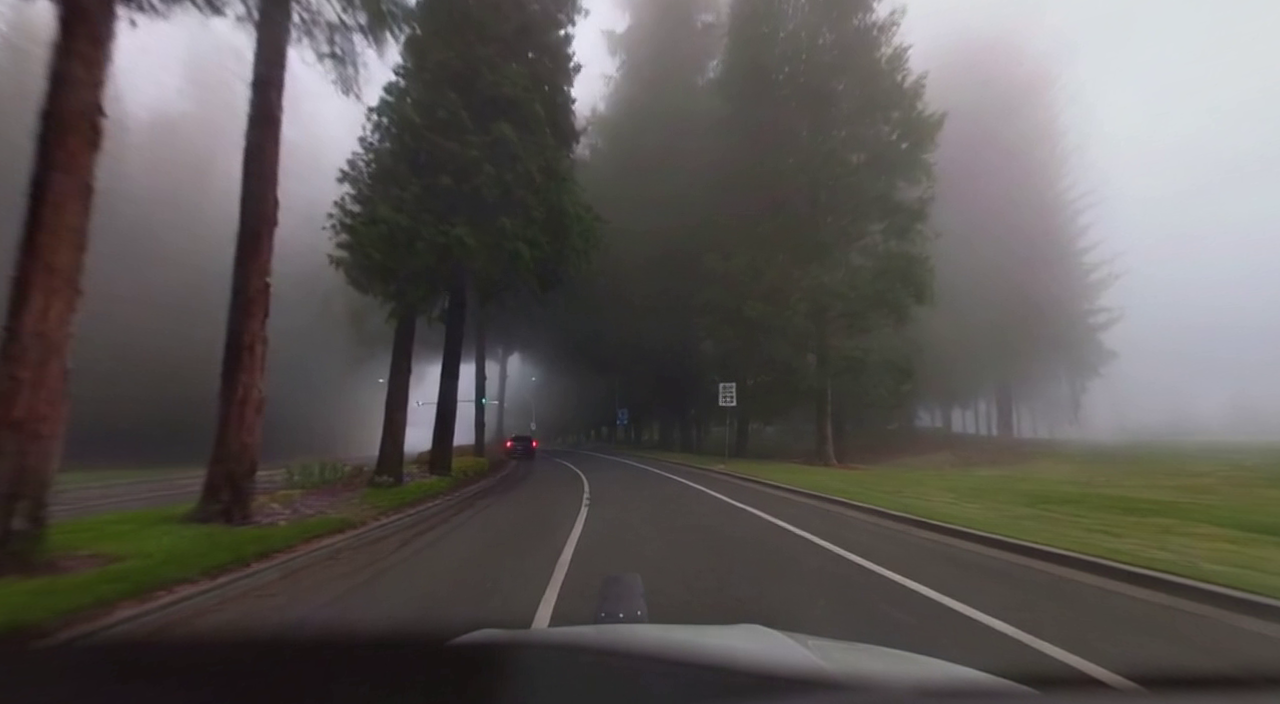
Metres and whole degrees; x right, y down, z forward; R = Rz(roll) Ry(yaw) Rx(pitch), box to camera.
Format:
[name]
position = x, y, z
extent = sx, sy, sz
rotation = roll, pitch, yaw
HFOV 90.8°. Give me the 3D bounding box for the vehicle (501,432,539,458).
[vehicle]
position = -9.086, 7.087, 48.165
extent = 2.267, 1.849, 6.402
rotation = 1, -9, -6
